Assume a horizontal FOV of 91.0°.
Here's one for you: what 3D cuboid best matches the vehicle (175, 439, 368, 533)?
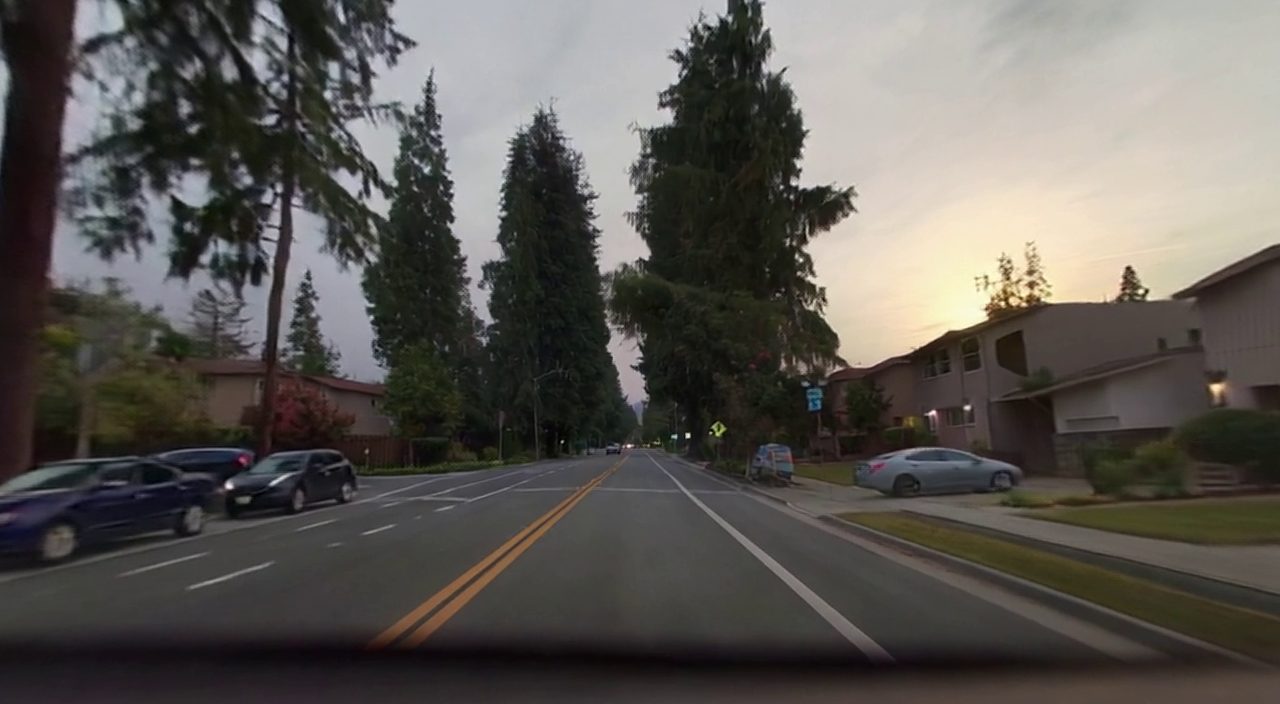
[{"bbox_3d":[-9.374,3.362,16.683,2.181,1.938,4.931,-2,-7,0],"label":"vehicle"}]

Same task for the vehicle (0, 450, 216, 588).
[{"bbox_3d":[-9.145,2.429,9.992,1.998,1.684,4.180,1,-9,-2],"label":"vehicle"}]

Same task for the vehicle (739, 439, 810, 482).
[{"bbox_3d":[5.823,4.743,27.838,2.096,1.713,4.606,0,-9,-1],"label":"vehicle"}]

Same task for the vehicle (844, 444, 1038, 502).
[{"bbox_3d":[8.180,3.312,17.537,4.438,1.466,1.943,-1,-9,10],"label":"vehicle"}]
